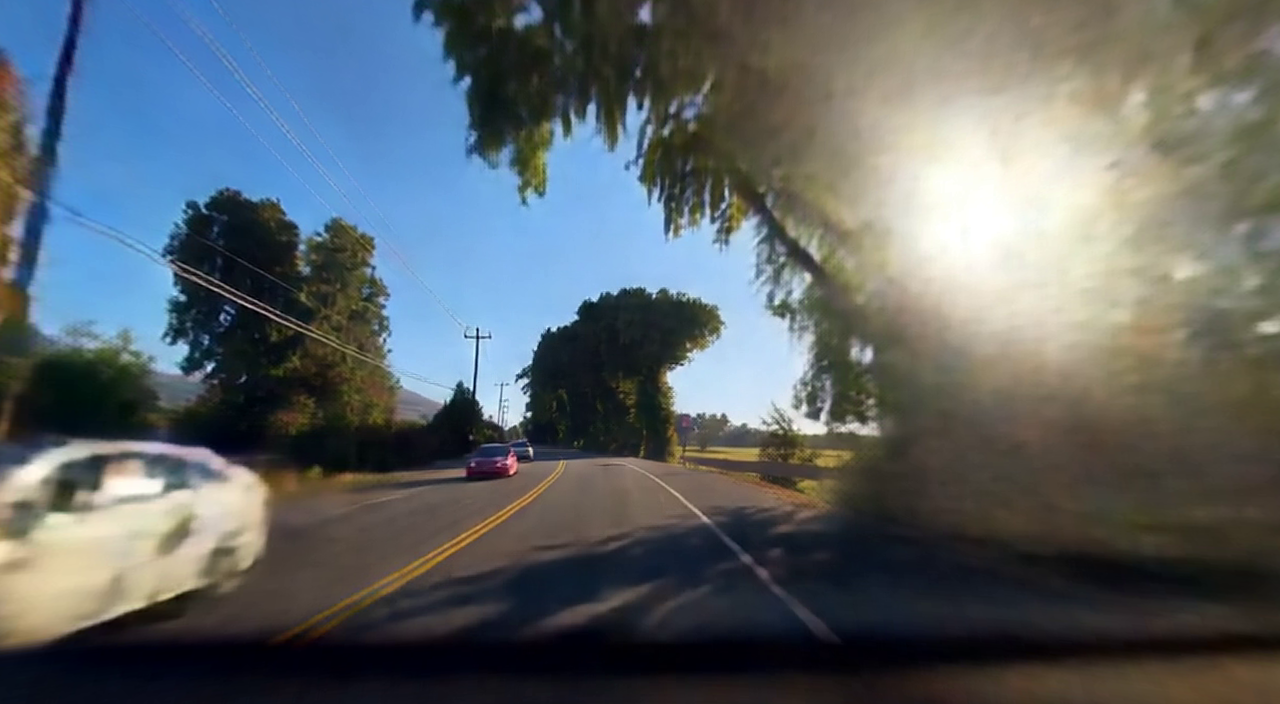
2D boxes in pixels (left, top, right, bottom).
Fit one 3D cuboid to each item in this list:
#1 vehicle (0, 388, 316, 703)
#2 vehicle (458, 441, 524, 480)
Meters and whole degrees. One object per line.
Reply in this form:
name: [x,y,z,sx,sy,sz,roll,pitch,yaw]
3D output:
vehicle: [-4.405,1.141,4.085,2.165,1.648,4.605,0,-9,0]
vehicle: [-6.098,4.473,26.367,1.965,1.486,4.385,1,-9,-4]
